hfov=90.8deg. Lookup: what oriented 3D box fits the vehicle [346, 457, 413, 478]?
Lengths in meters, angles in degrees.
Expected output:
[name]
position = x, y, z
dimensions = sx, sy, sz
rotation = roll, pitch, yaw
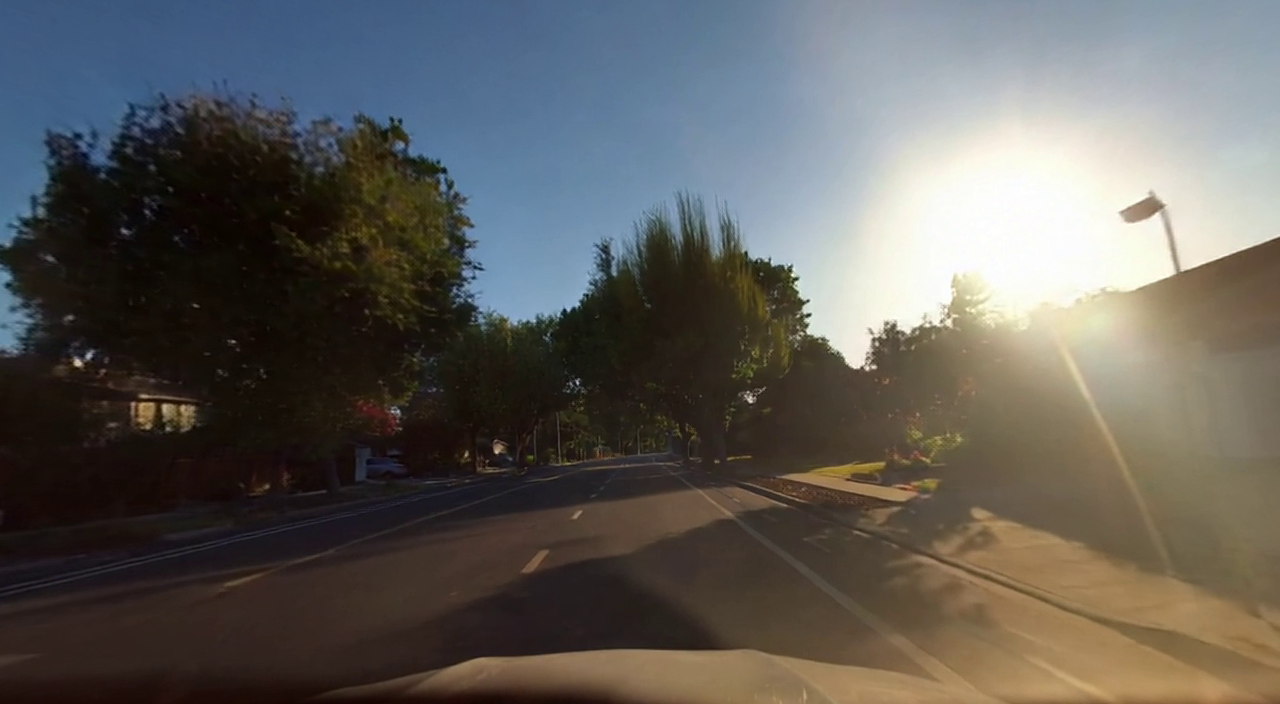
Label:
[vehicle]
position = -19.039, 8.447, 46.228
dimensions = 4.173, 1.423, 1.657
rotation = 0, -8, 3
